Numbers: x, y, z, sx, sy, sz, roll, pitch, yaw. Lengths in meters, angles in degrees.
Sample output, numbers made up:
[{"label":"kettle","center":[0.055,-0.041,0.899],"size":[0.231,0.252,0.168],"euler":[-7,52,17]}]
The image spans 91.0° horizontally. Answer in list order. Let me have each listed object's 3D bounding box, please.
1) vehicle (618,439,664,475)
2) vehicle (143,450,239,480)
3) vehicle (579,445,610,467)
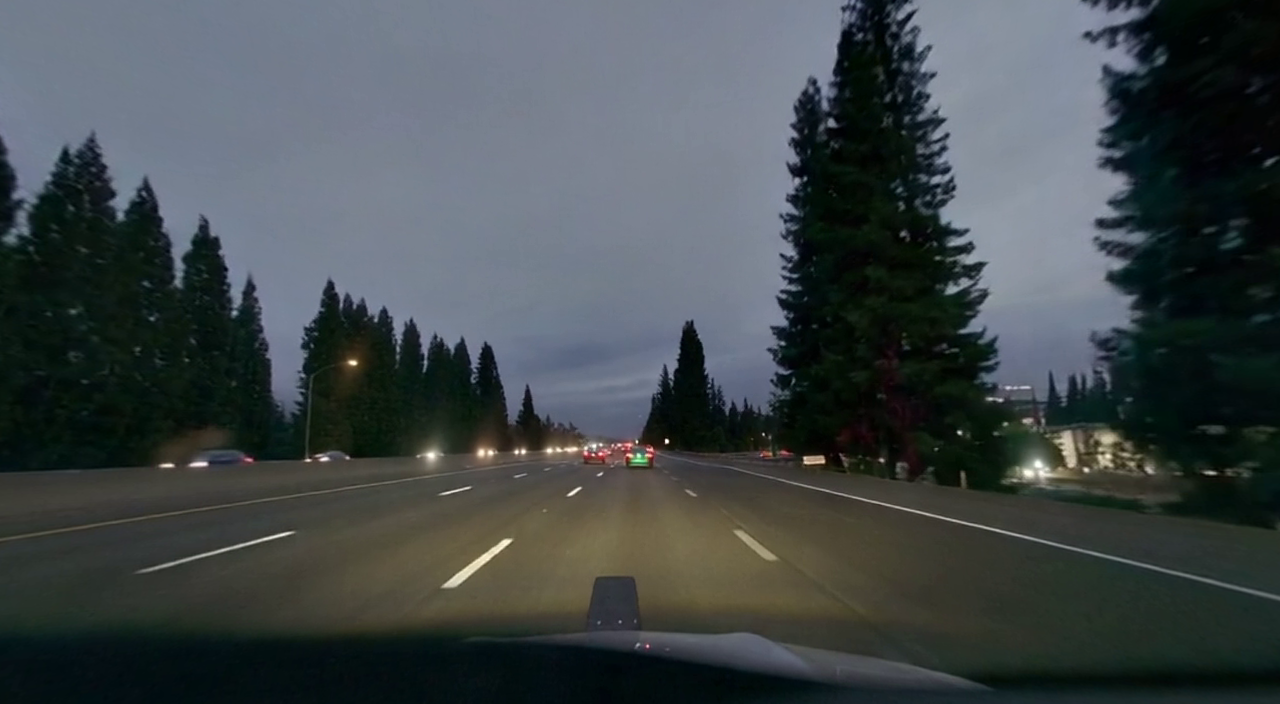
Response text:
[{"label":"vehicle","center":[0.017,5.649,34.298],"size":[2.302,1.810,4.707],"euler":[0,-8,-1]},{"label":"vehicle","center":[-26.095,6.554,36.820],"size":[2.025,1.514,4.779],"euler":[0,-8,0]},{"label":"vehicle","center":[-3.479,8.055,48.966],"size":[2.049,1.659,4.183],"euler":[0,-8,0]}]
